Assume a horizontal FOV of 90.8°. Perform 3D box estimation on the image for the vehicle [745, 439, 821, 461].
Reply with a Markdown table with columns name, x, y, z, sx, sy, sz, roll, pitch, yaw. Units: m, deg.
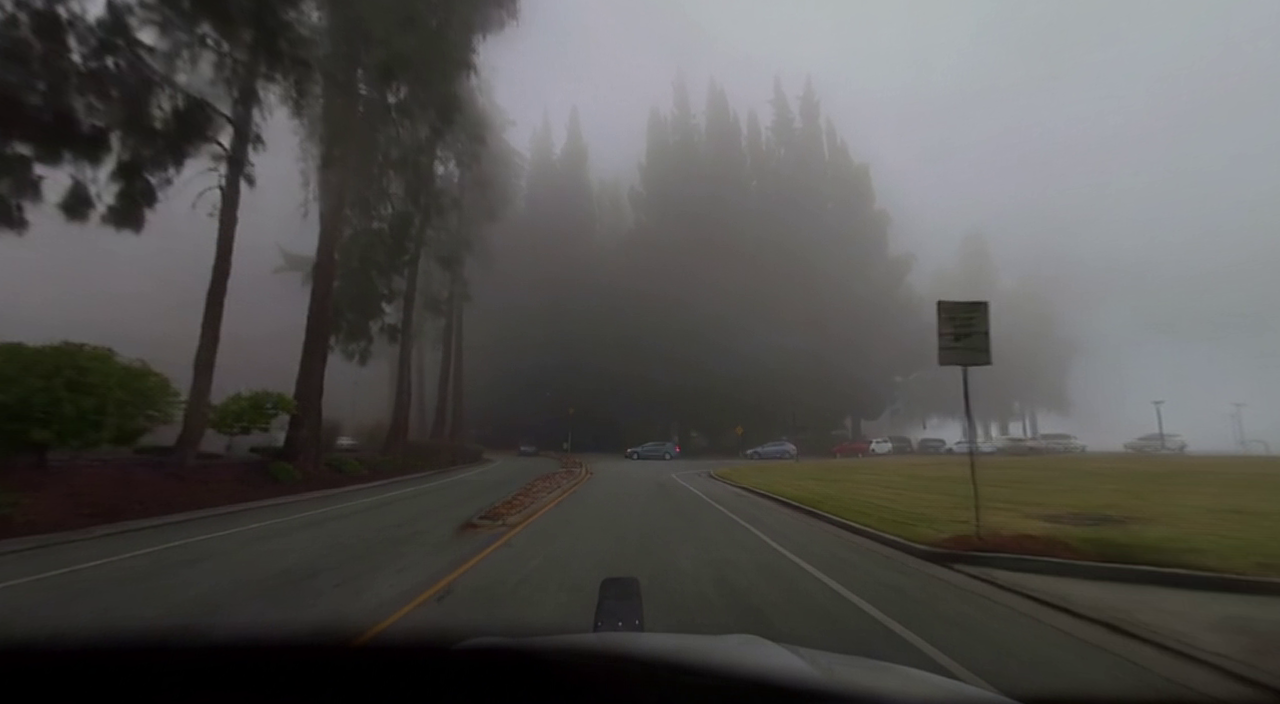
| name | x | y | z | sx | sy | sz | roll | pitch | yaw |
| --- | --- | --- | --- | --- | --- | --- | --- | --- | --- |
| vehicle | 10.017 | 6.909 | 44.549 | 4.870 | 1.507 | 2.073 | 0 | -9 | 0 |

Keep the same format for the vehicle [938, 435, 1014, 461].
| name | x | y | z | sx | sy | sz | roll | pitch | yaw |
| --- | --- | --- | --- | --- | --- | --- | --- | --- | --- |
| vehicle | 21.055 | 6.044 | 39.655 | 3.830 | 1.429 | 1.890 | 4 | -10 | -10 |

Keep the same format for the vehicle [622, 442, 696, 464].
| name | x | y | z | sx | sy | sz | roll | pitch | yaw |
| --- | --- | --- | --- | --- | --- | --- | --- | --- | --- |
| vehicle | 1.366 | 7.402 | 46.301 | 4.890 | 1.478 | 2.253 | -5 | -10 | 30 |
